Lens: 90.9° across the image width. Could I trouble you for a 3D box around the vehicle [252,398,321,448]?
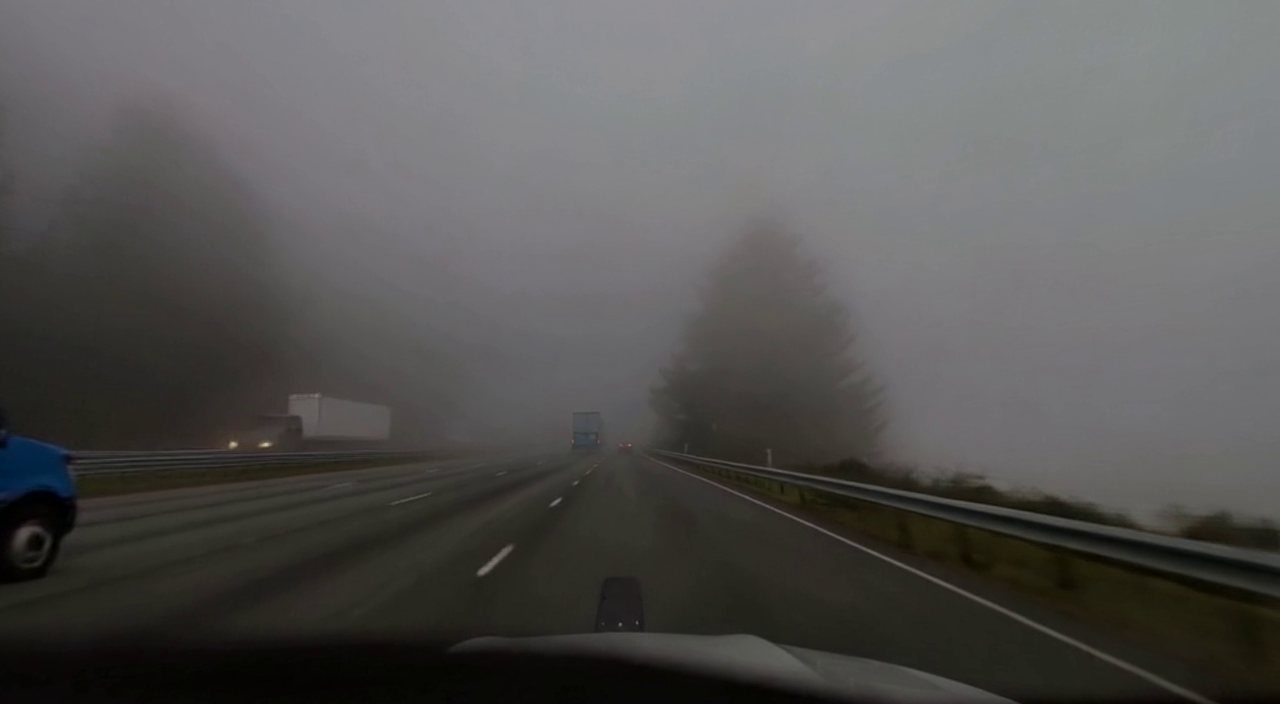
[{"bbox_3d":[-27.302,5.551,48.810,3.342,3.725,3.185,0,-8,-2],"label":"vehicle"}]
